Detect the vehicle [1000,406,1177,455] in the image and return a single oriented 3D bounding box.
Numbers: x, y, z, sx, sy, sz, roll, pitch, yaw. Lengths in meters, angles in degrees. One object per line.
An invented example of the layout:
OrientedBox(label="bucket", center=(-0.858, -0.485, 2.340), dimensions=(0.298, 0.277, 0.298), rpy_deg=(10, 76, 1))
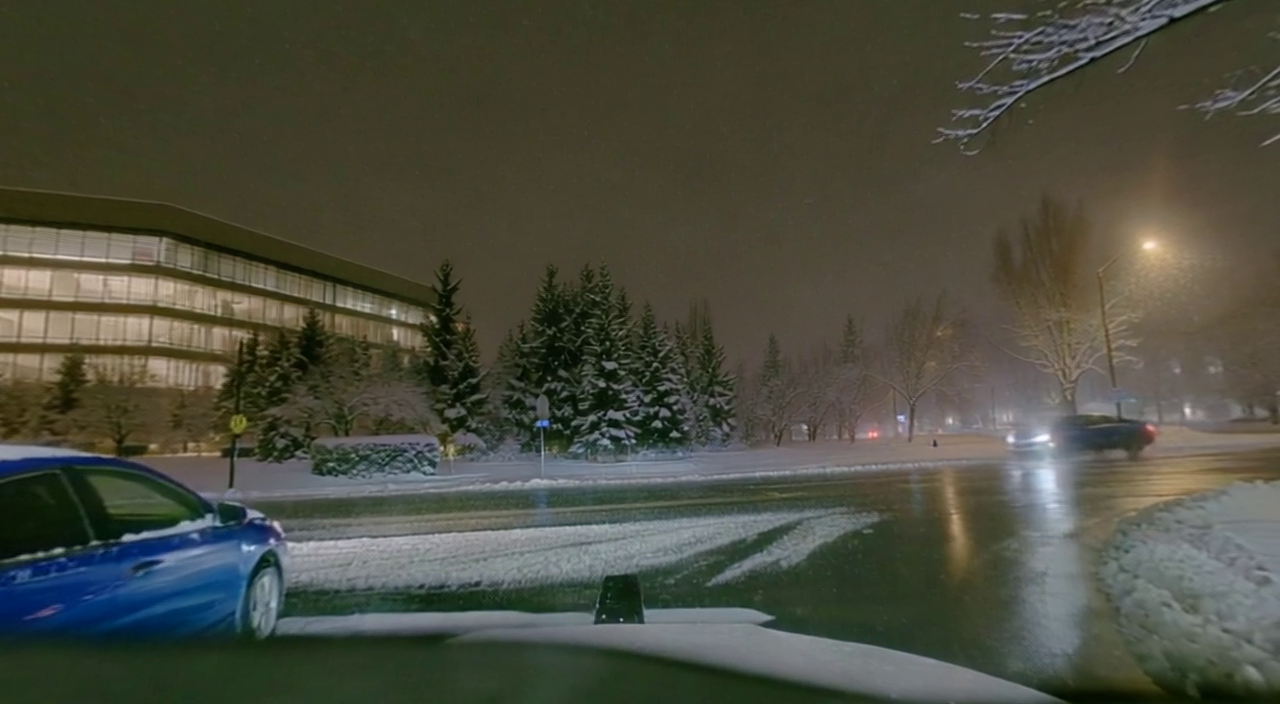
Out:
OrientedBox(label="vehicle", center=(15.027, 2.664, 21.294), dimensions=(4.788, 1.548, 1.965), rpy_deg=(1, -9, -11))

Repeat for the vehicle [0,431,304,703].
OrientedBox(label="vehicle", center=(-3.303, 1.044, 2.486), dimensions=(2.069, 1.413, 5.006), rpy_deg=(1, -9, -11))
